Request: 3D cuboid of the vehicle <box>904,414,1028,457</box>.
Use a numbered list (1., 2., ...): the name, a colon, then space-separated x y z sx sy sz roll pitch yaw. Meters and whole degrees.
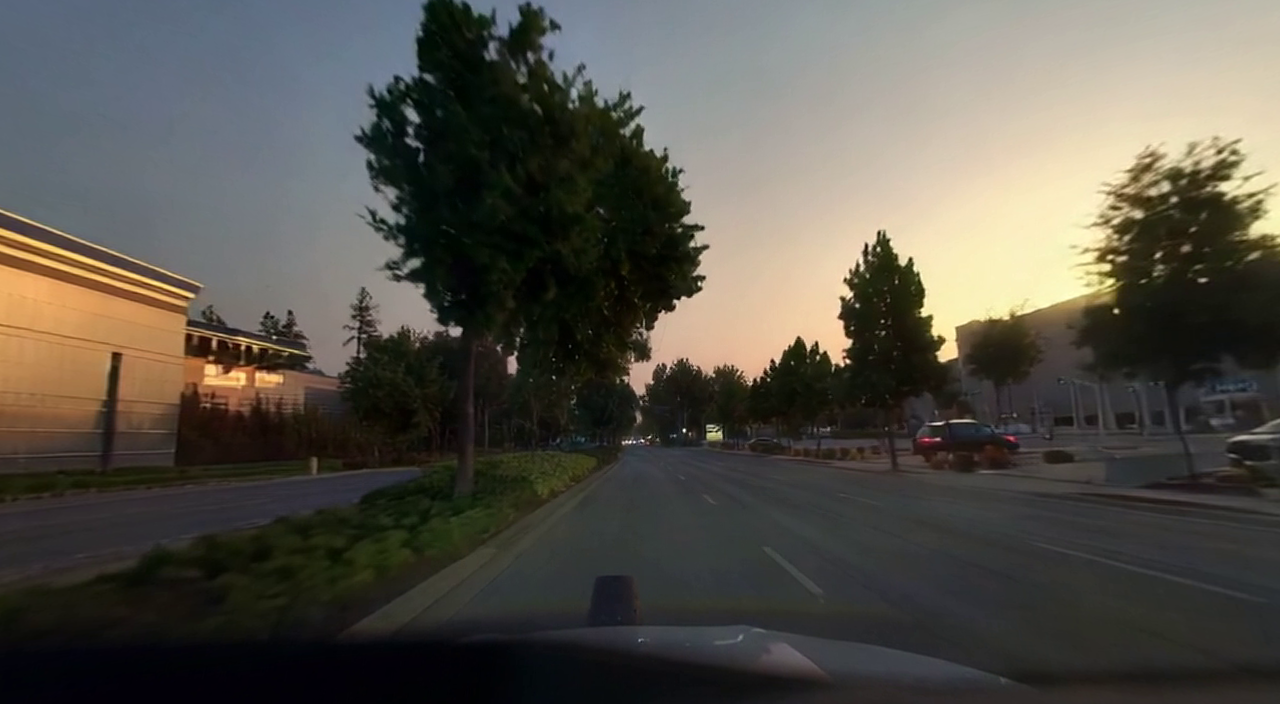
1. vehicle: 19.800 5.106 38.421 6.174 2.496 2.349 0 -8 -2
